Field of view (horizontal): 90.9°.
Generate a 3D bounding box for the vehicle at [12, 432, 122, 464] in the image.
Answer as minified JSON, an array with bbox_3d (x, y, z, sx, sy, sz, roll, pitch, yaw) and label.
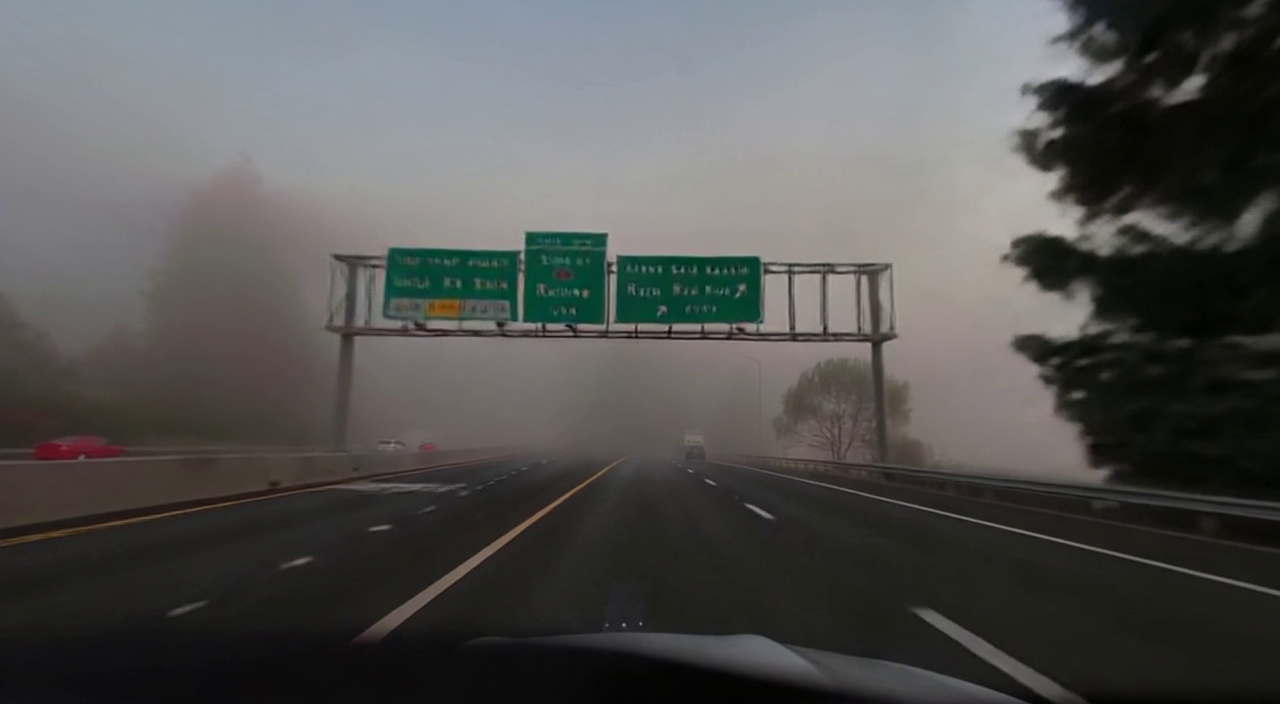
[{"bbox_3d":[-34.592,5.806,38.304,2.168,1.824,4.932,1,-8,-3],"label":"vehicle"}]
